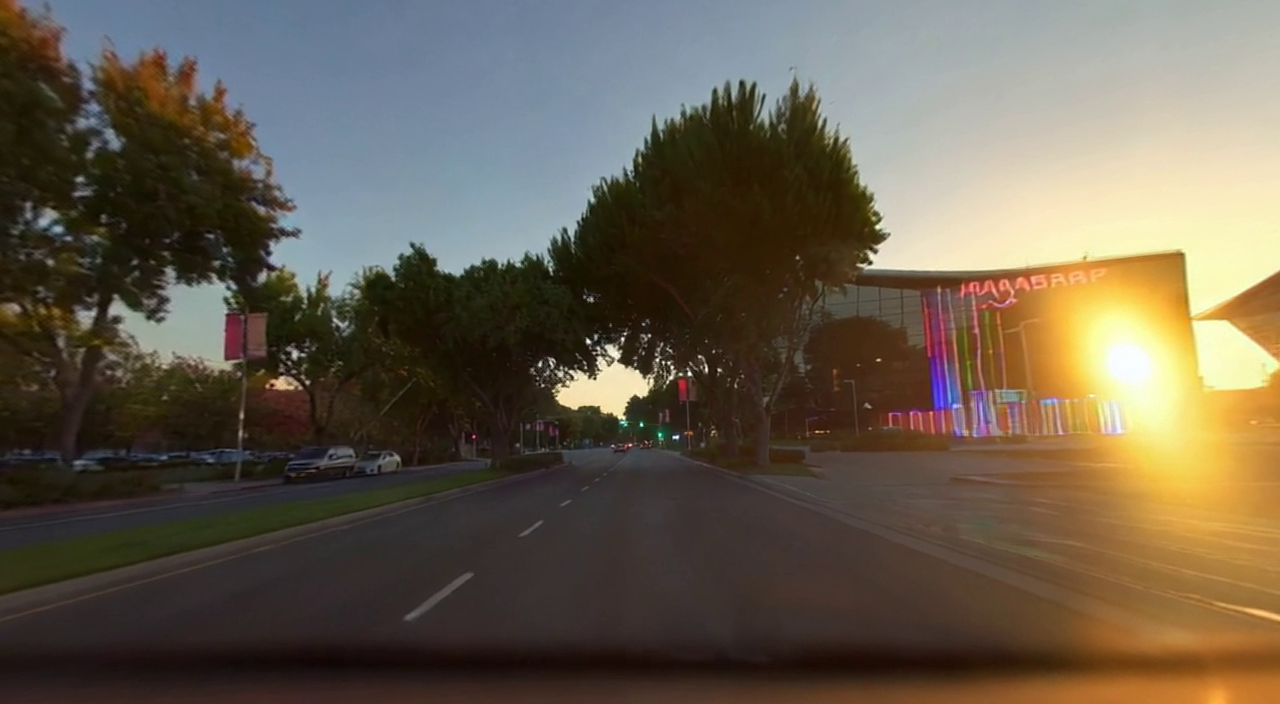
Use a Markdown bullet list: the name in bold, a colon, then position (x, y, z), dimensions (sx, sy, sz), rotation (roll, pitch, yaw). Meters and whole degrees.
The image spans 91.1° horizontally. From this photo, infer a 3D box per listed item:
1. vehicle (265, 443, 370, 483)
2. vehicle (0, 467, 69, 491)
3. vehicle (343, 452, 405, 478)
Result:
- **vehicle**: position (-17.386, 6.005, 34.346), dimensions (2.617, 1.997, 5.830), rotation (0, -9, 0)
- **vehicle**: position (-47.787, 9.929, 49.201), dimensions (1.997, 1.624, 4.576), rotation (-3, -9, -4)
- **vehicle**: position (-17.521, 7.427, 41.582), dimensions (1.933, 1.521, 4.771), rotation (0, -9, 1)
